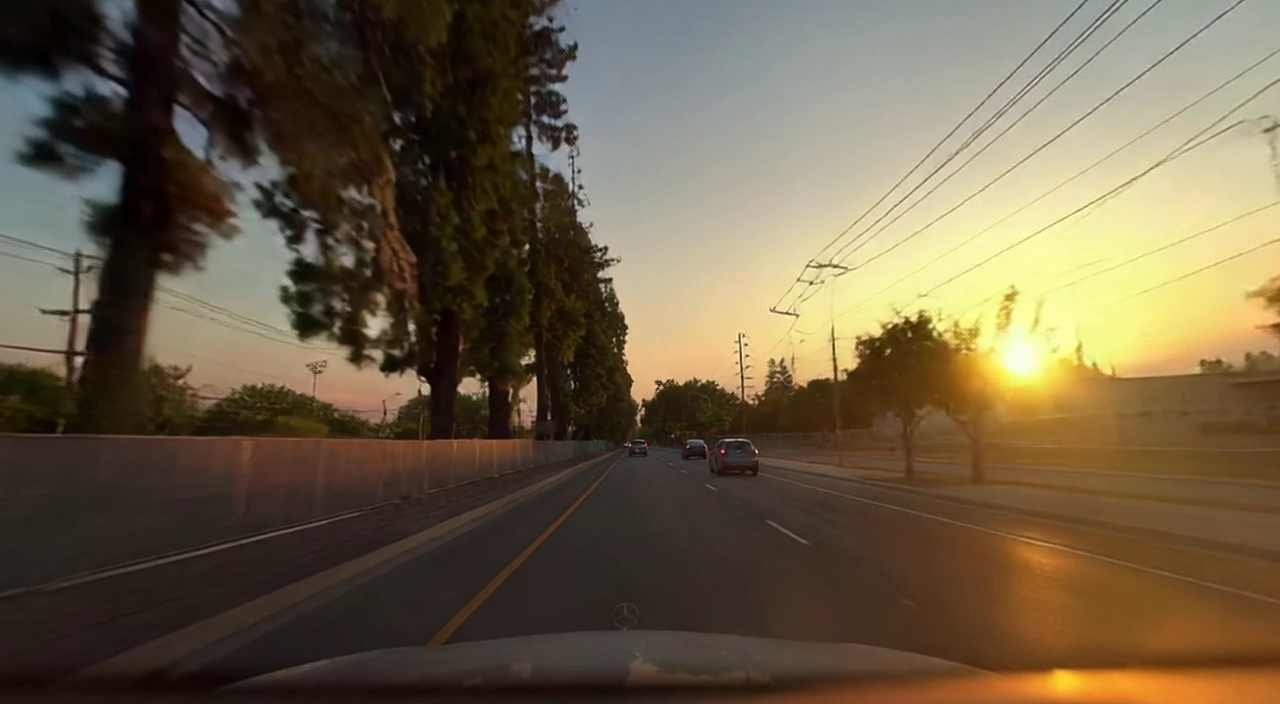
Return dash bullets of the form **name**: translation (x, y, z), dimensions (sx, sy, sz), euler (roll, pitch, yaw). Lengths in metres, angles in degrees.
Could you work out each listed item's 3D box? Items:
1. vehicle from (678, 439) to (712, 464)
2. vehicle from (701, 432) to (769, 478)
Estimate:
- **vehicle**: translation (3.801, 6.955, 44.313), dimensions (2.012, 1.653, 4.115), euler (0, -8, -1)
- **vehicle**: translation (4.019, 4.449, 27.579), dimensions (2.112, 1.825, 4.574), euler (0, -8, -2)
